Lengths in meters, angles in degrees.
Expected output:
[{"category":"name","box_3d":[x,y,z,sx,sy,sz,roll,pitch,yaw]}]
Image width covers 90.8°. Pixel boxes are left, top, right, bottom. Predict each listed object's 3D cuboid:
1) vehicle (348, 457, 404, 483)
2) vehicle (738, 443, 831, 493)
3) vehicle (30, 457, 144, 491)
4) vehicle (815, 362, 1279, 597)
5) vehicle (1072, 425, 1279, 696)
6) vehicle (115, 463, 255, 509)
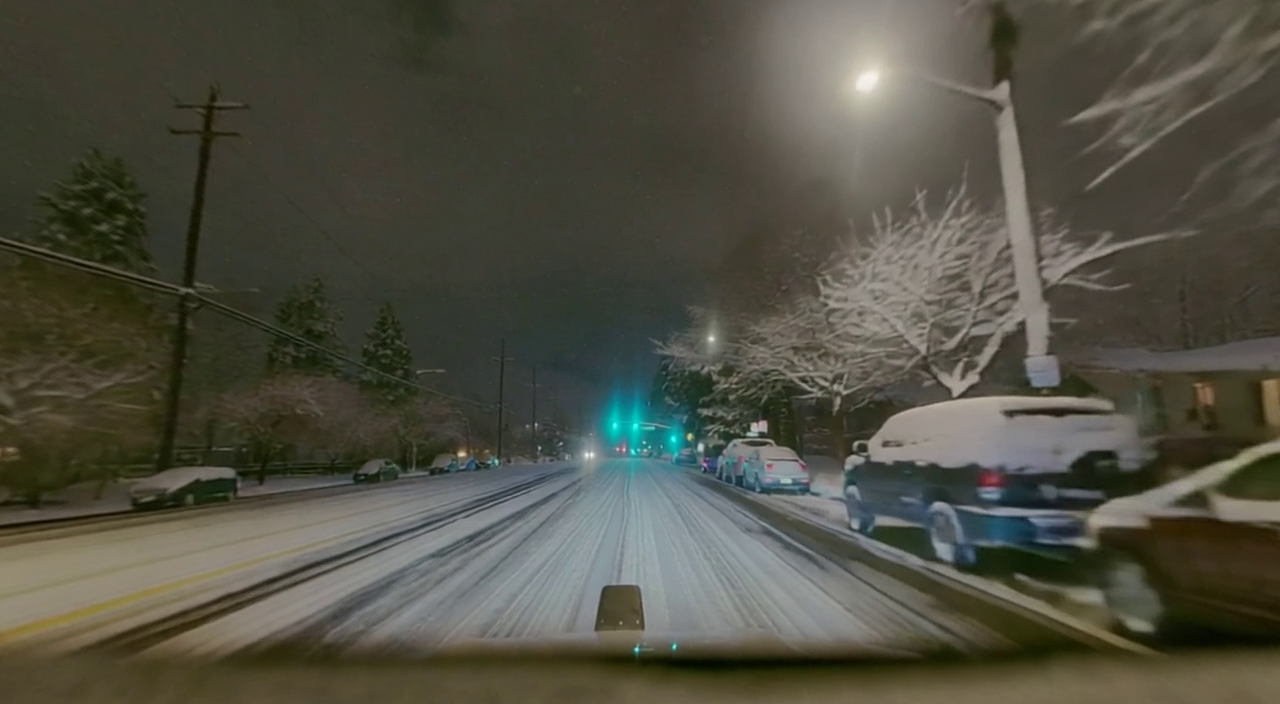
[{"category":"vehicle","box_3d":[-17.614,7.877,42.410,1.811,1.505,4.507,0,-9,0]},{"category":"vehicle","box_3d":[4.587,3.754,20.840,1.844,1.426,4.916,0,-9,0]},{"category":"vehicle","box_3d":[-30.093,6.621,34.475,4.245,1.668,2.025,0,-8,-2]},{"category":"vehicle","box_3d":[4.554,1.568,8.642,2.438,2.086,5.821,0,-9,-2]},{"category":"vehicle","box_3d":[4.511,1.006,2.680,2.074,1.457,4.633,0,-10,0]},{"category":"vehicle","box_3d":[-17.741,5.218,24.979,2.039,1.508,4.613,-1,-9,1]}]
